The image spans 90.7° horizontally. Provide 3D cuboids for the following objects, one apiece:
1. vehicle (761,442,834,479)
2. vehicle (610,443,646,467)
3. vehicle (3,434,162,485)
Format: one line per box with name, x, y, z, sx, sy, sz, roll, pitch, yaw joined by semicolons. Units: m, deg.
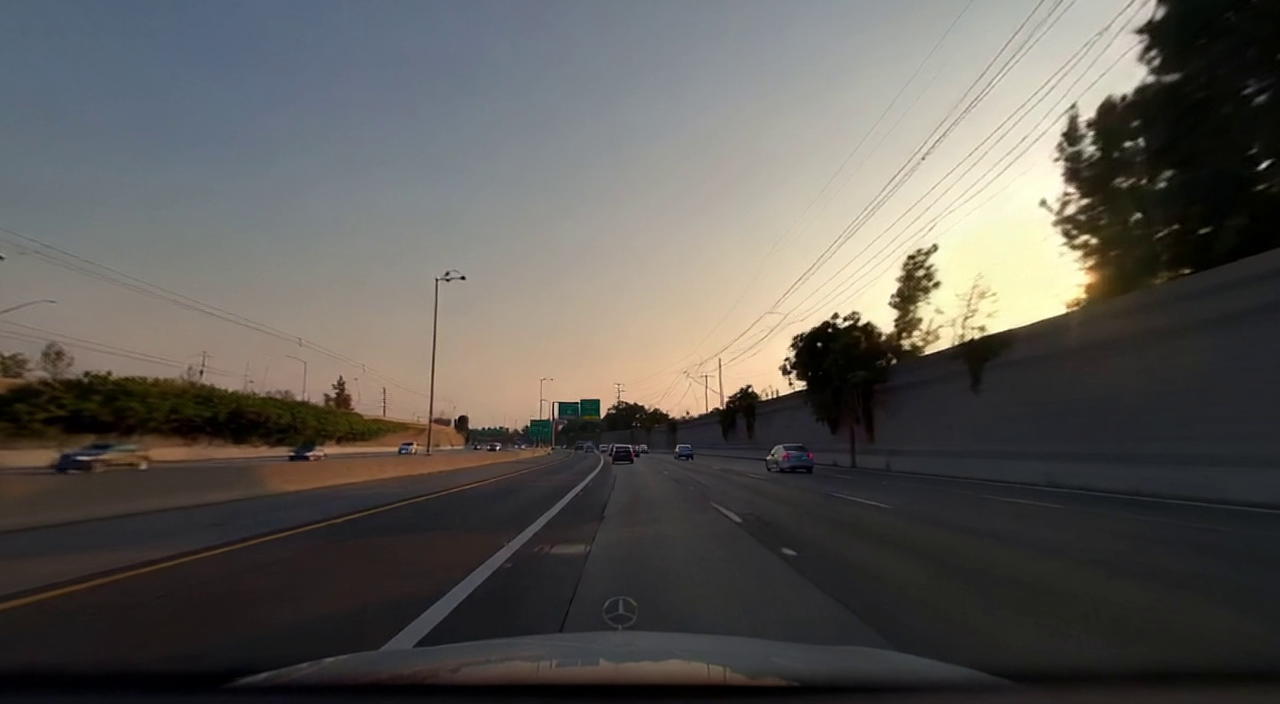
vehicle;6.670;4.626;27.234;1.876;1.451;4.154;0;-9;-3
vehicle;-0.825;6.626;40.825;2.109;1.489;4.027;0;-9;-4
vehicle;-20.355;3.935;23.424;1.901;1.689;4.398;0;-9;-2
